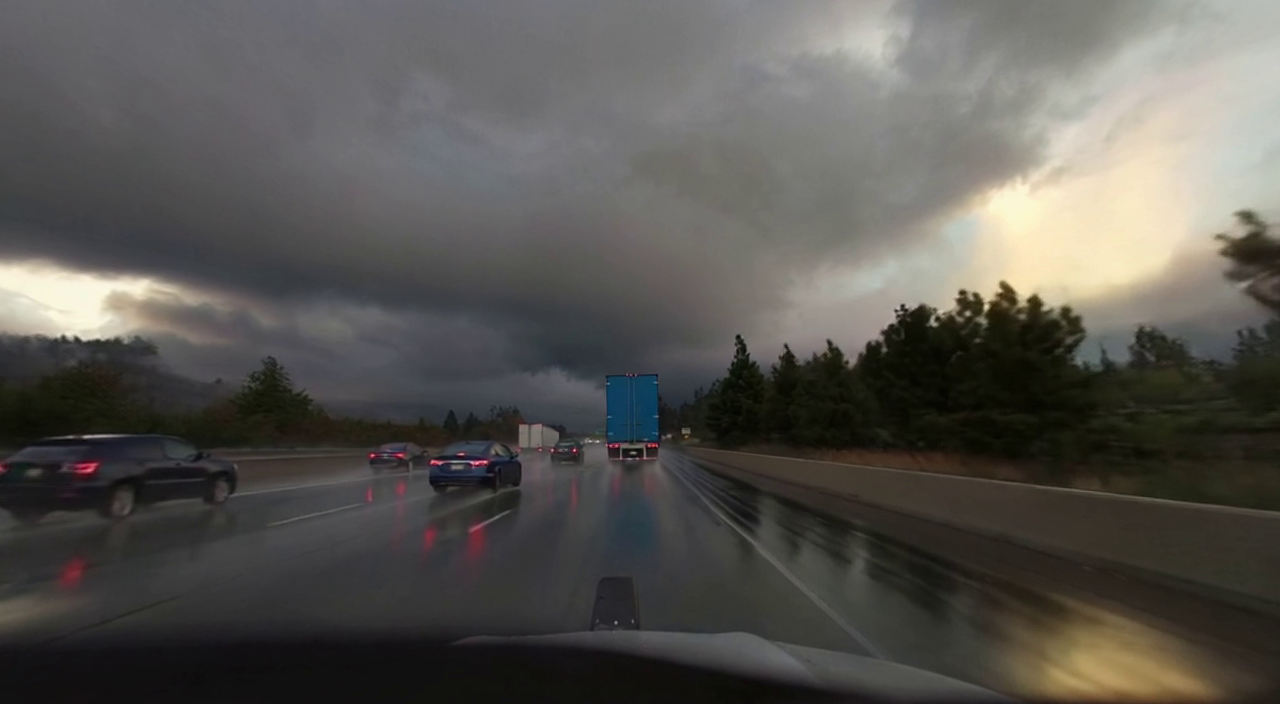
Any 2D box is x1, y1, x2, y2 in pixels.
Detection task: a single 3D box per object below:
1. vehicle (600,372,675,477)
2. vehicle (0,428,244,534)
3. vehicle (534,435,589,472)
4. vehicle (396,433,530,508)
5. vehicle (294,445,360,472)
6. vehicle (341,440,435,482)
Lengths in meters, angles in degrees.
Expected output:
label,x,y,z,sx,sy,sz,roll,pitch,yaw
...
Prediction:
label,x,y,z,sx,sy,sz,roll,pitch,yaw
vehicle,-0.299,3.614,30.181,2.913,4.113,10.724,0,-8,-2
vehicle,-9.640,2.252,11.611,1.952,1.590,4.090,0,-8,0
vehicle,-3.839,5.038,31.377,2.158,1.680,4.087,0,-8,1
vehicle,-4.185,2.854,15.650,2.164,1.582,3.979,0,-8,0
vehicle,-18.026,6.115,36.471,1.726,1.443,4.296,0,-8,-1
vehicle,-9.678,4.200,24.566,1.863,1.474,4.278,0,-8,0
